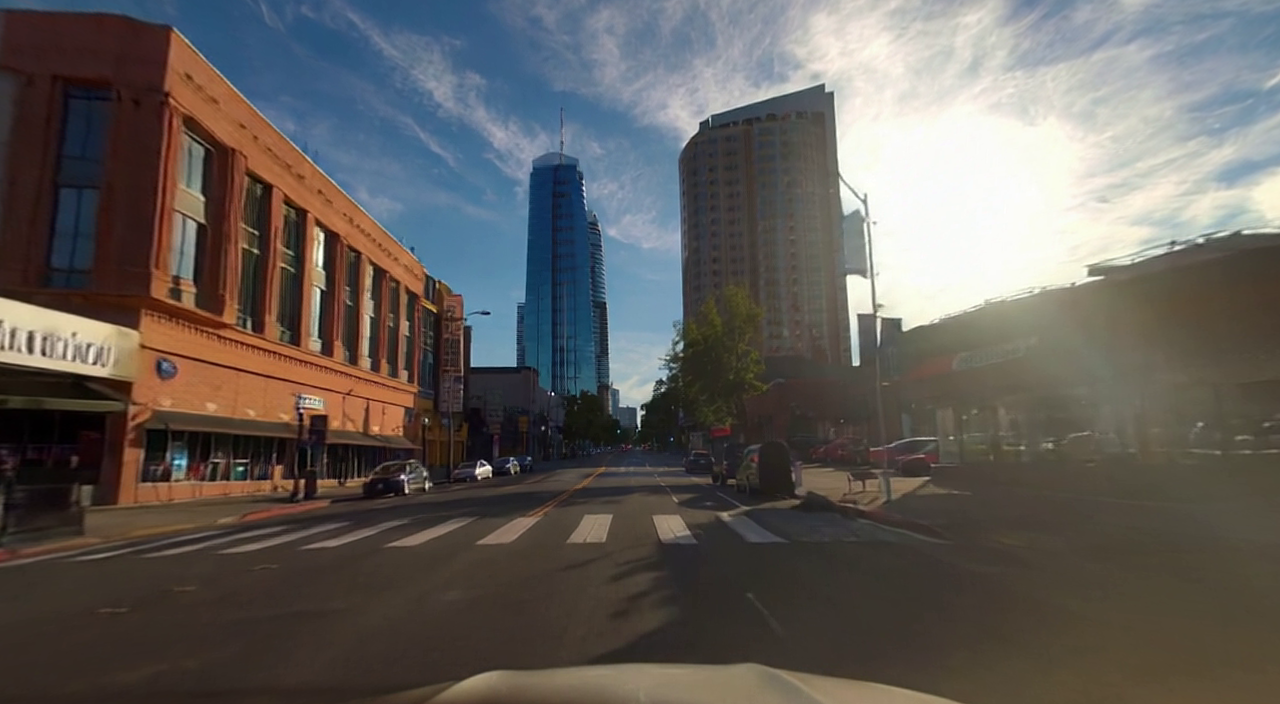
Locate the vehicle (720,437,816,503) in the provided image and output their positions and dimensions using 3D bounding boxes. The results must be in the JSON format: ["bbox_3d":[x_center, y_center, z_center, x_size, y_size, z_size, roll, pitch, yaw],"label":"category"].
[{"bbox_3d":[3.829,3.615,19.918,2.118,1.779,5.121,0,-8,2],"label":"vehicle"}]

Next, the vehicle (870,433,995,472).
[{"bbox_3d":[13.525,4.679,29.512,4.732,1.746,2.141,-1,-8,3],"label":"vehicle"}]

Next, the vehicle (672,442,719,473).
[{"bbox_3d":[3.597,6.974,42.119,2.492,1.909,5.830,0,-8,-1],"label":"vehicle"}]

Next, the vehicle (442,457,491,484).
[{"bbox_3d":[-10.888,7.458,40.039,1.861,1.473,4.633,0,-8,-1],"label":"vehicle"}]

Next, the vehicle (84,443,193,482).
[{"bbox_3d":[-22.474,4.937,28.536,1.778,1.639,4.019,0,-8,-3],"label":"vehicle"}]

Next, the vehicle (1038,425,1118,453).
[{"bbox_3d":[27.022,5.363,39.052,3.666,1.448,1.639,-3,-6,1],"label":"vehicle"}]

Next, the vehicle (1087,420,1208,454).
[{"bbox_3d":[27.190,4.614,33.963,4.579,1.735,2.092,0,-9,0],"label":"vehicle"}]

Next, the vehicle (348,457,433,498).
[{"bbox_3d":[-10.943,5.514,28.099,2.018,1.553,4.407,0,-8,-1],"label":"vehicle"}]
